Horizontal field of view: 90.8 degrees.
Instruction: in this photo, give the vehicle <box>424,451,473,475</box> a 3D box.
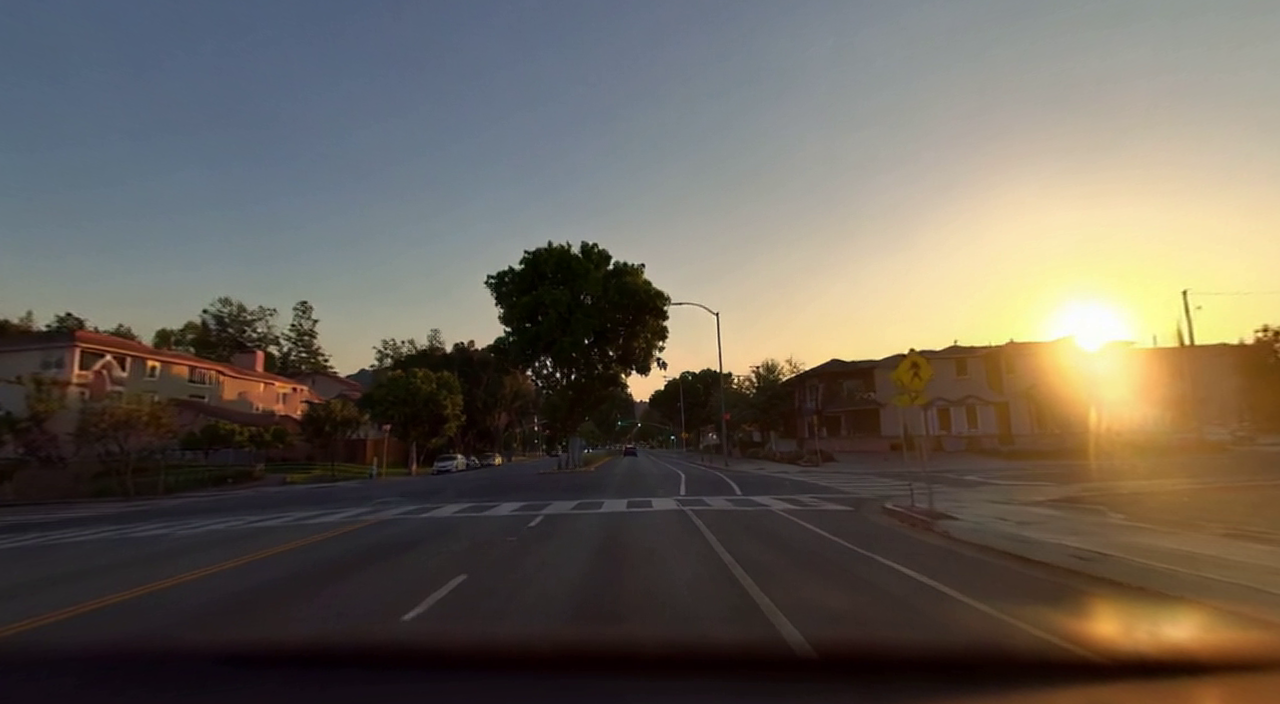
[{"bbox_3d":[-14.604,8.532,48.484,2.085,1.685,4.523,-1,-10,3],"label":"vehicle"}]
